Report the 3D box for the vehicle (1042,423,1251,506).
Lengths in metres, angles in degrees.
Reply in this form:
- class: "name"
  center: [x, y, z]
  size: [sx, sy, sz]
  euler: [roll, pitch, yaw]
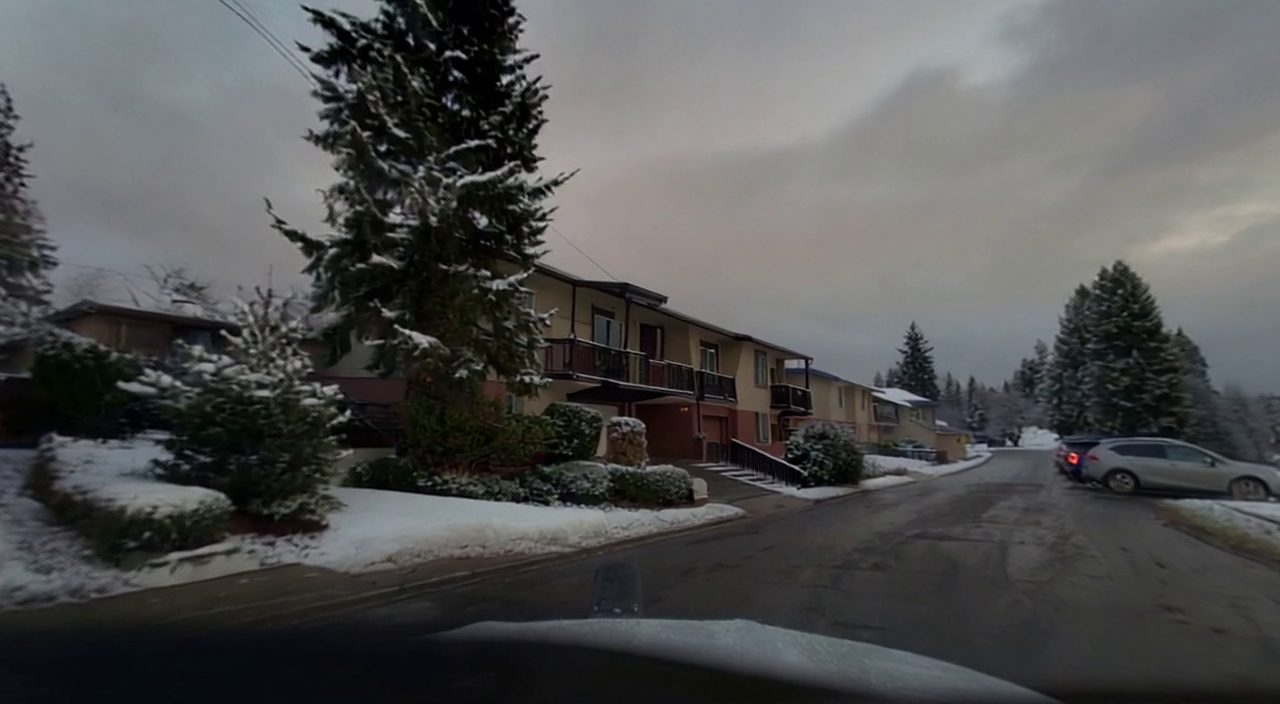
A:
- class: "vehicle"
  center: [18.844, 4.133, 24.065]
  size: [5.872, 2.468, 2.864]
  euler: [-1, -8, 33]
